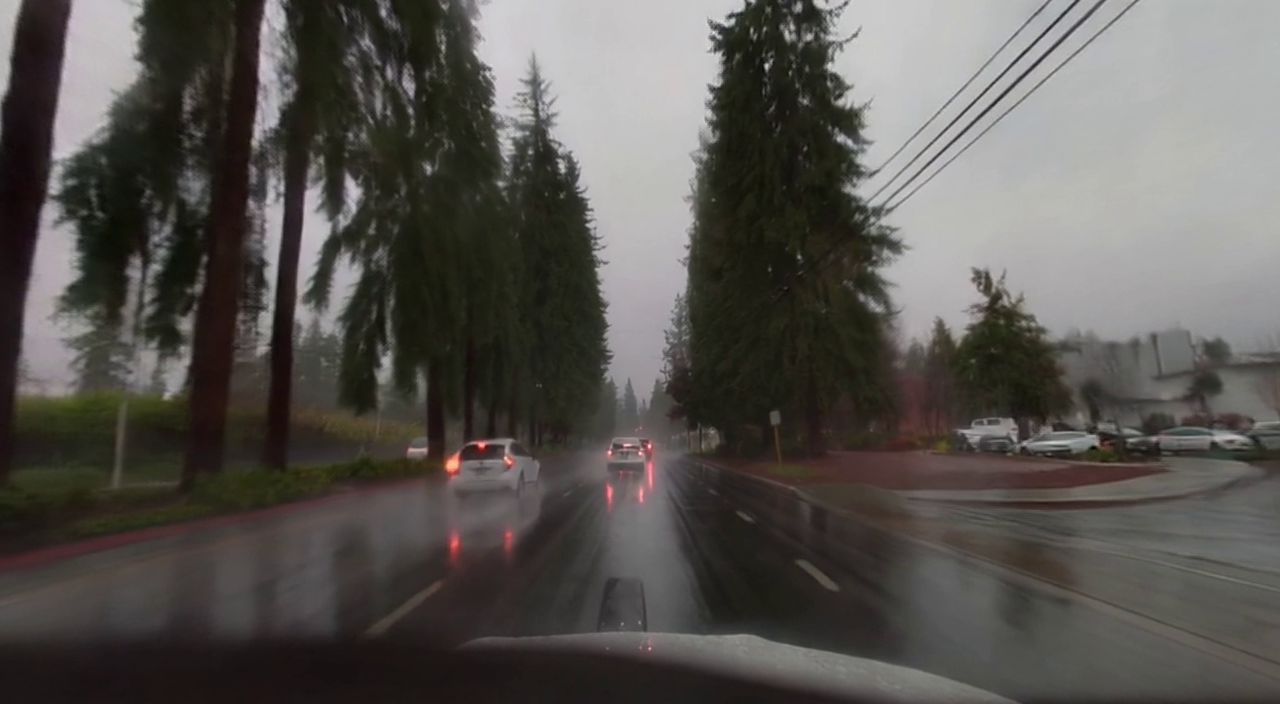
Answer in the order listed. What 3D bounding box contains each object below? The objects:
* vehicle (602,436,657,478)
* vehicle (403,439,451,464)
[{"bbox_3d":[-0.374,4.071,24.583,1.991,1.463,3.988,0,-8,0],"label":"vehicle"},{"bbox_3d":[-16.181,7.574,47.980,2.061,1.772,4.501,0,-9,0],"label":"vehicle"}]
